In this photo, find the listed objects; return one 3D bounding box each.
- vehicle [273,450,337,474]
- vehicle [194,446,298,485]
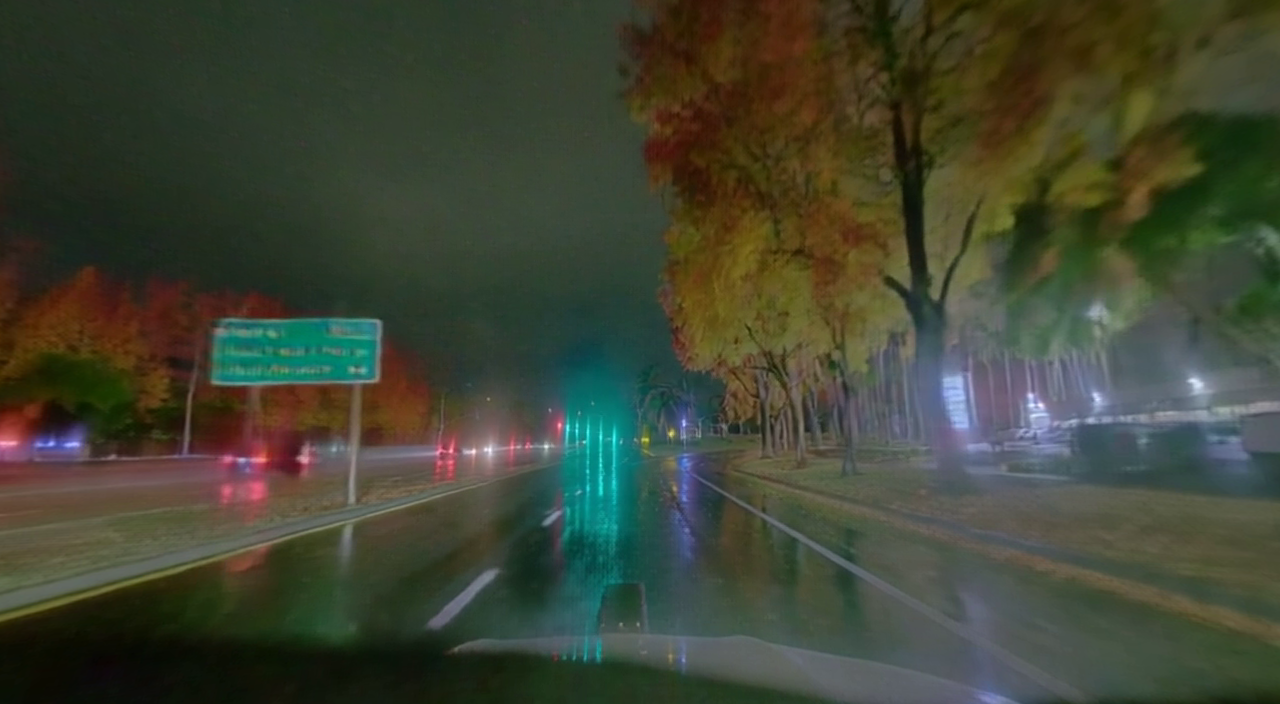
[{"bbox_3d":[-22.863,7.477,43.151,1.903,1.510,4.569,0,-9,0],"label":"vehicle"},{"bbox_3d":[-18.844,5.410,30.432,2.086,1.706,4.412,0,-9,1],"label":"vehicle"}]
